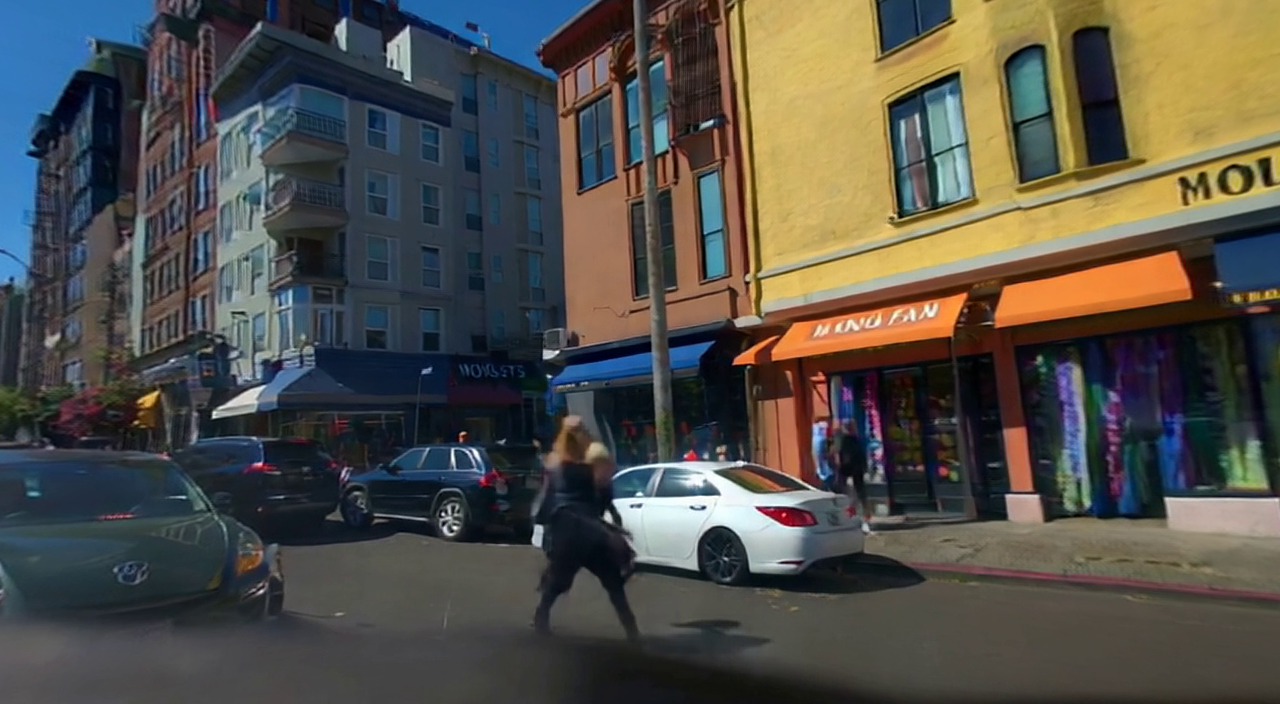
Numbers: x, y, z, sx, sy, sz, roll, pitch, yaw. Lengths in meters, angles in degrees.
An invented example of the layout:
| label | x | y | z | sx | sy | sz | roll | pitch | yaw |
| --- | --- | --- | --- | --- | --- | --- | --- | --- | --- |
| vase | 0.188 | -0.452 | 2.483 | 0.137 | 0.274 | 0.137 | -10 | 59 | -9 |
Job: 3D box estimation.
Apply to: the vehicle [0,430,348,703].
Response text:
| label | x | y | z | sx | sy | sz | roll | pitch | yaw |
| --- | --- | --- | --- | --- | --- | --- | --- | --- | --- |
| vehicle | -4.033 | 1.320 | 4.372 | 4.330 | 1.458 | 1.932 | -7 | -11 | 40 |

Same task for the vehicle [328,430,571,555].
| label | x | y | z | sx | sy | sz | roll | pitch | yaw |
| --- | --- | --- | --- | --- | --- | --- | --- | --- | --- |
| vehicle | -3.612 | 2.424 | 11.653 | 4.580 | 1.853 | 1.862 | -7 | -11 | 36 |

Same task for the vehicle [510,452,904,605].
| label | x | y | z | sx | sy | sz | roll | pitch | yaw |
| --- | --- | --- | --- | --- | --- | --- | --- | --- | --- |
| vehicle | 0.668 | 2.064 | 8.338 | 4.830 | 1.421 | 1.826 | -6 | -10 | 35 |
